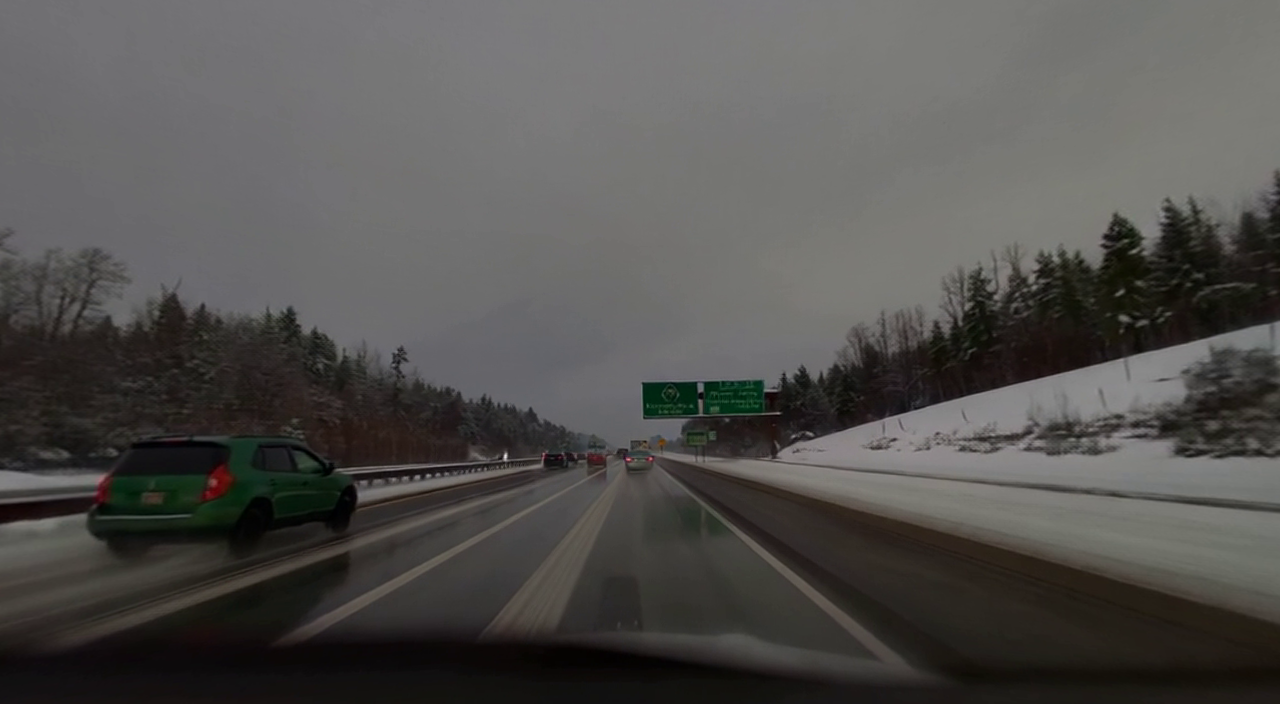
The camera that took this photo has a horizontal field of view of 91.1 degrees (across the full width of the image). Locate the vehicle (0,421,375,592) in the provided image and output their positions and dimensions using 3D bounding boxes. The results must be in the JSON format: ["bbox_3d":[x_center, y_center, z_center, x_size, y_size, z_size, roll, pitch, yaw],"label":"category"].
[{"bbox_3d":[-5.429,1.813,8.182,2.058,1.626,4.118,0,-9,1],"label":"vehicle"}]

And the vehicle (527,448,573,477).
[{"bbox_3d":[-4.916,6.112,34.885,1.892,1.481,4.180,0,-9,0],"label":"vehicle"}]

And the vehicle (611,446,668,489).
[{"bbox_3d":[-0.029,4.272,23.489,1.940,1.451,3.512,0,-9,0],"label":"vehicle"}]
